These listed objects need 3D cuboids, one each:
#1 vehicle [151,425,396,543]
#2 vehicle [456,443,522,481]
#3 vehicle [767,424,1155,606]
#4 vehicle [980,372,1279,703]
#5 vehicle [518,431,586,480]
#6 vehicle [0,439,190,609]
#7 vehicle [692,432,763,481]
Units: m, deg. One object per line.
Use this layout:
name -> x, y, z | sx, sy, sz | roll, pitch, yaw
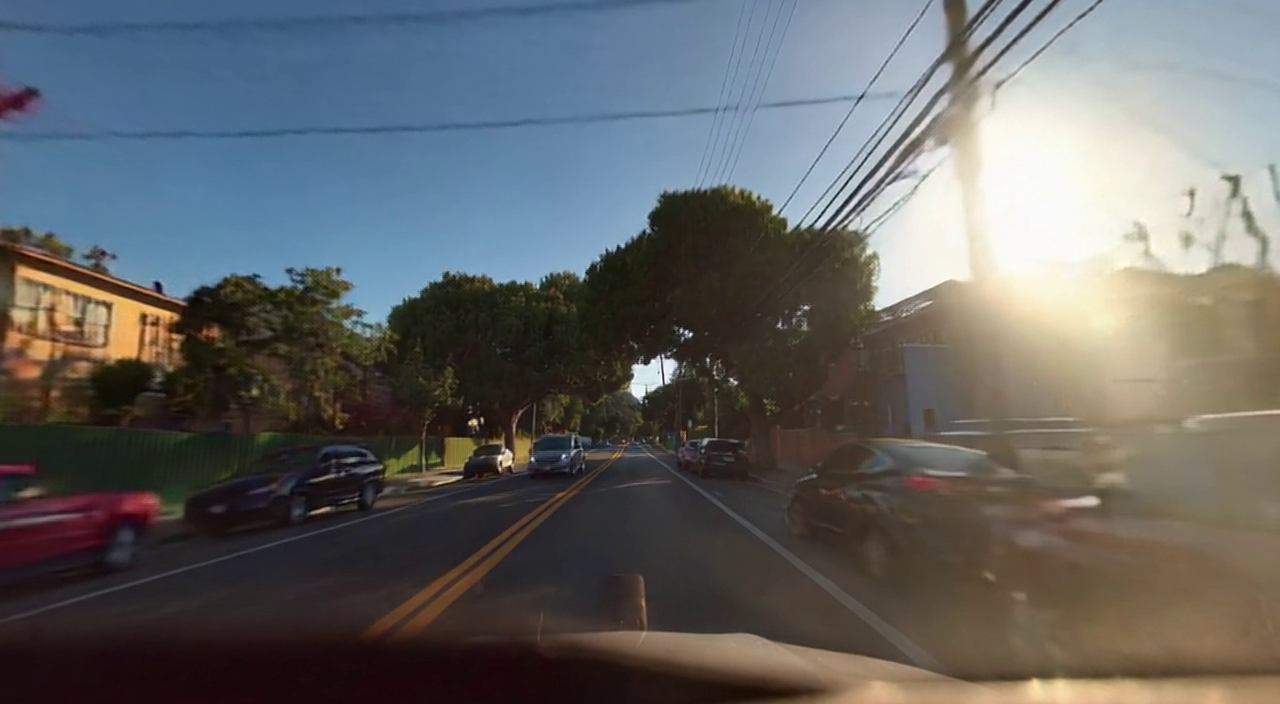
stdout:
vehicle -> -6.711, 2.390, 12.382 | 2.014, 1.817, 4.639 | -1, -7, 0
vehicle -> -6.907, 5.060, 29.396 | 1.843, 1.589, 4.416 | 0, -9, 1
vehicle -> 3.179, 1.715, 7.780 | 2.129, 1.490, 4.937 | 0, -8, -1
vehicle -> 3.228, 0.857, 2.091 | 1.826, 1.614, 4.241 | 0, -8, 0
vehicle -> -3.611, 4.361, 26.852 | 2.210, 1.838, 4.854 | 0, -8, 0
vehicle -> -6.663, 1.585, 5.847 | 1.866, 1.487, 4.416 | -1, -8, -2
vehicle -> 3.352, 4.116, 25.148 | 2.031, 1.762, 4.749 | 0, -8, -2
